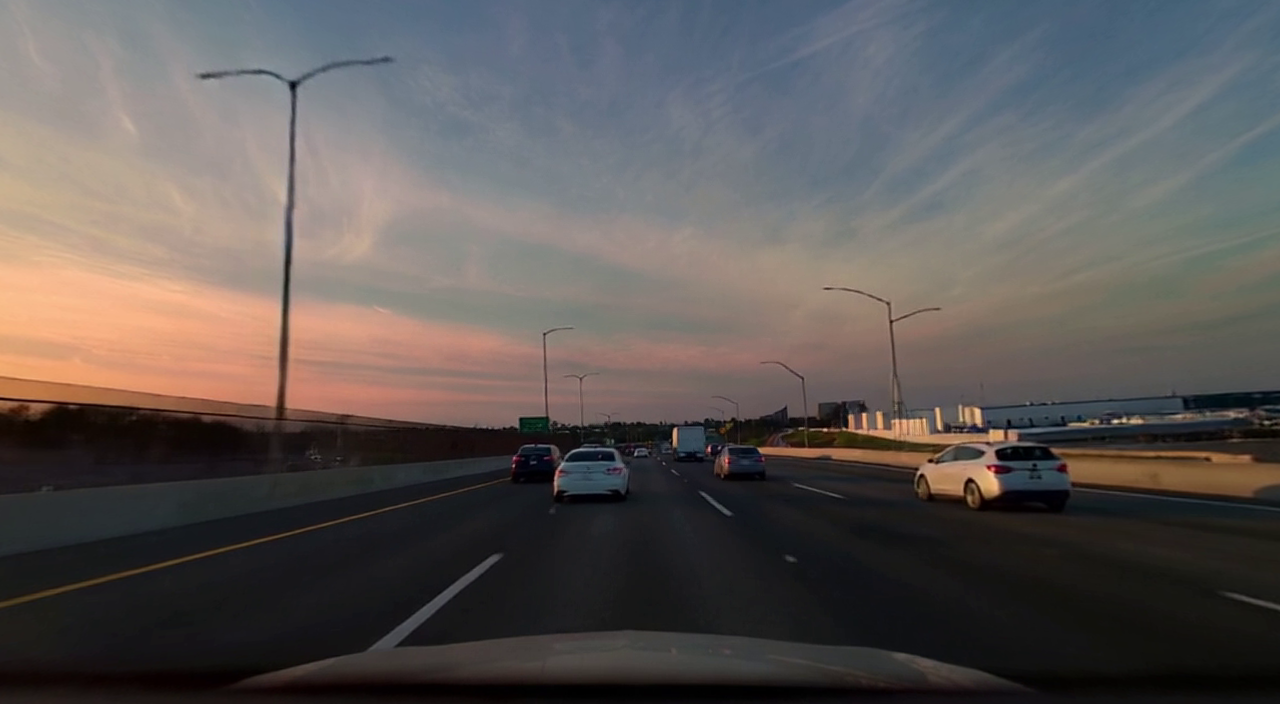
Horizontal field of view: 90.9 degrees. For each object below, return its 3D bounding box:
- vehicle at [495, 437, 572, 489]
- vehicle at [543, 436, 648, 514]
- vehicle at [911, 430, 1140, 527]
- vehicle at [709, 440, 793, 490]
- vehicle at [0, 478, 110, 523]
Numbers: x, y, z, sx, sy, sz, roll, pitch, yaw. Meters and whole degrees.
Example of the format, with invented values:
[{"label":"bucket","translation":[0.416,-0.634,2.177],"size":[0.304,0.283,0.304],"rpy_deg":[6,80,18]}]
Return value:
[{"label":"vehicle","translation":[-3.713,3.945,22.788],"size":[2.036,1.669,4.112],"rpy_deg":[-1,-8,1]},{"label":"vehicle","translation":[-0.877,2.845,15.273],"size":[2.067,1.555,4.851],"rpy_deg":[-1,-8,2]},{"label":"vehicle","translation":[7.047,2.314,12.135],"size":[1.860,1.520,3.961],"rpy_deg":[0,-8,0]},{"label":"vehicle","translation":[3.575,3.714,21.176],"size":[1.942,1.453,4.329],"rpy_deg":[0,-8,-1]},{"label":"vehicle","translation":[-37.735,9.300,39.946],"size":[2.658,2.105,7.468],"rpy_deg":[1,-8,-8]}]
